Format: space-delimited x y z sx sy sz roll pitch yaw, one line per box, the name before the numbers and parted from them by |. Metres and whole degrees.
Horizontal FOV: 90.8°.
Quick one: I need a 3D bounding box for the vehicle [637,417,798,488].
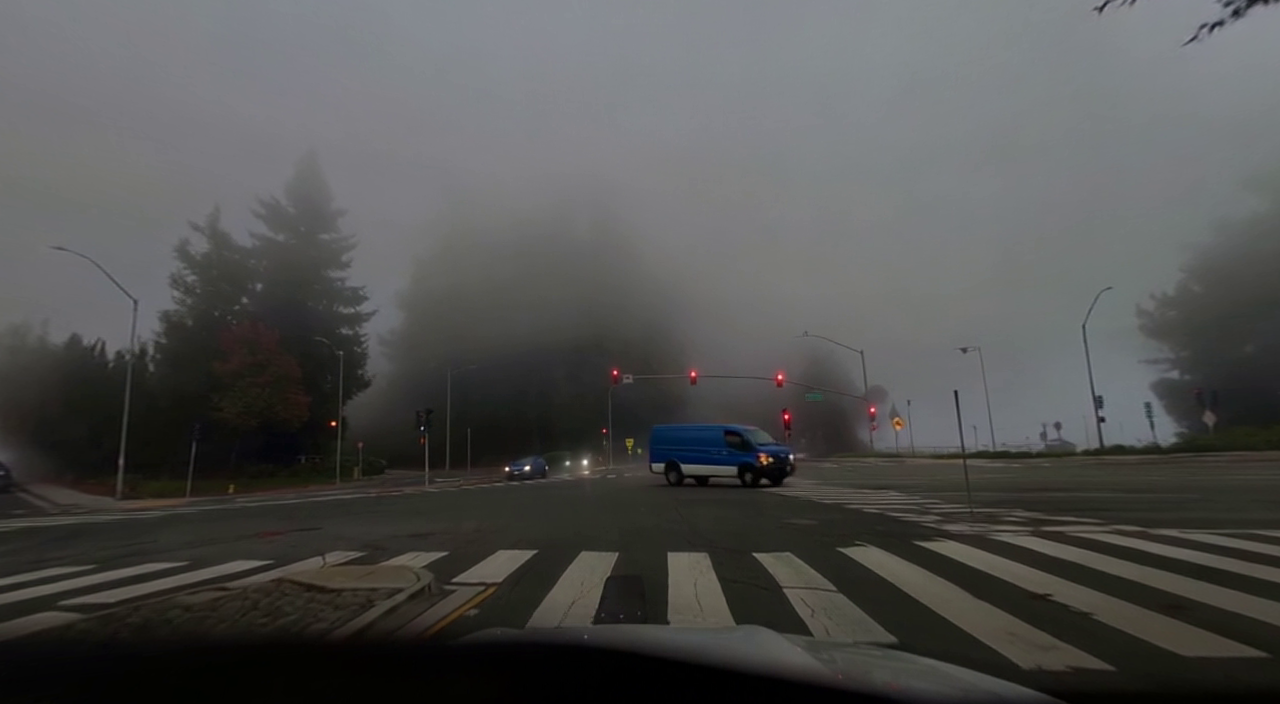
vehicle | 2.849 3.878 24.533 5.791 2.404 2.465 -8 -11 42
